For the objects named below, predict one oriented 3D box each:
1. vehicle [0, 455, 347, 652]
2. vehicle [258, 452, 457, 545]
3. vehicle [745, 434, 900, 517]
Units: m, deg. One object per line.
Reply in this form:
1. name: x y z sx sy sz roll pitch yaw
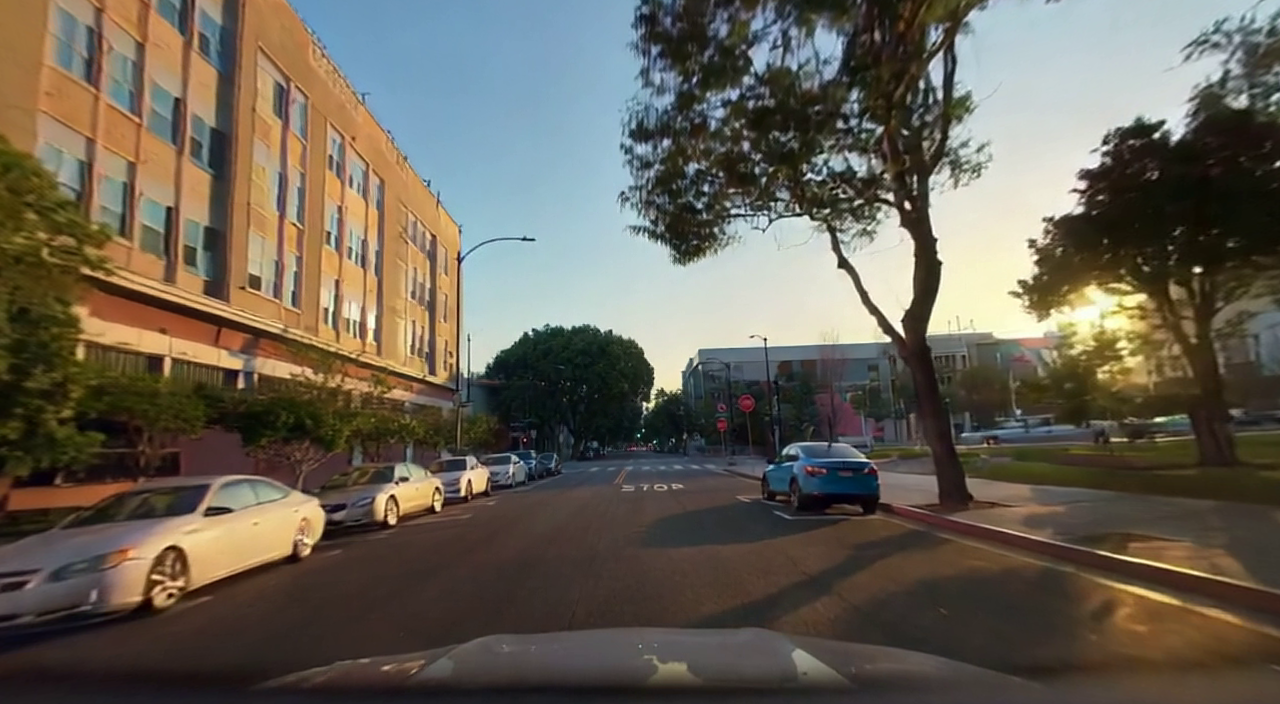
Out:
1. vehicle: -5.382 1.958 7.204 2.089 1.463 4.350 0 -8 -2
2. vehicle: -5.432 2.839 13.042 1.873 1.448 5.013 0 -8 -1
3. vehicle: 3.845 2.664 14.148 1.978 1.554 4.192 0 -8 -4
